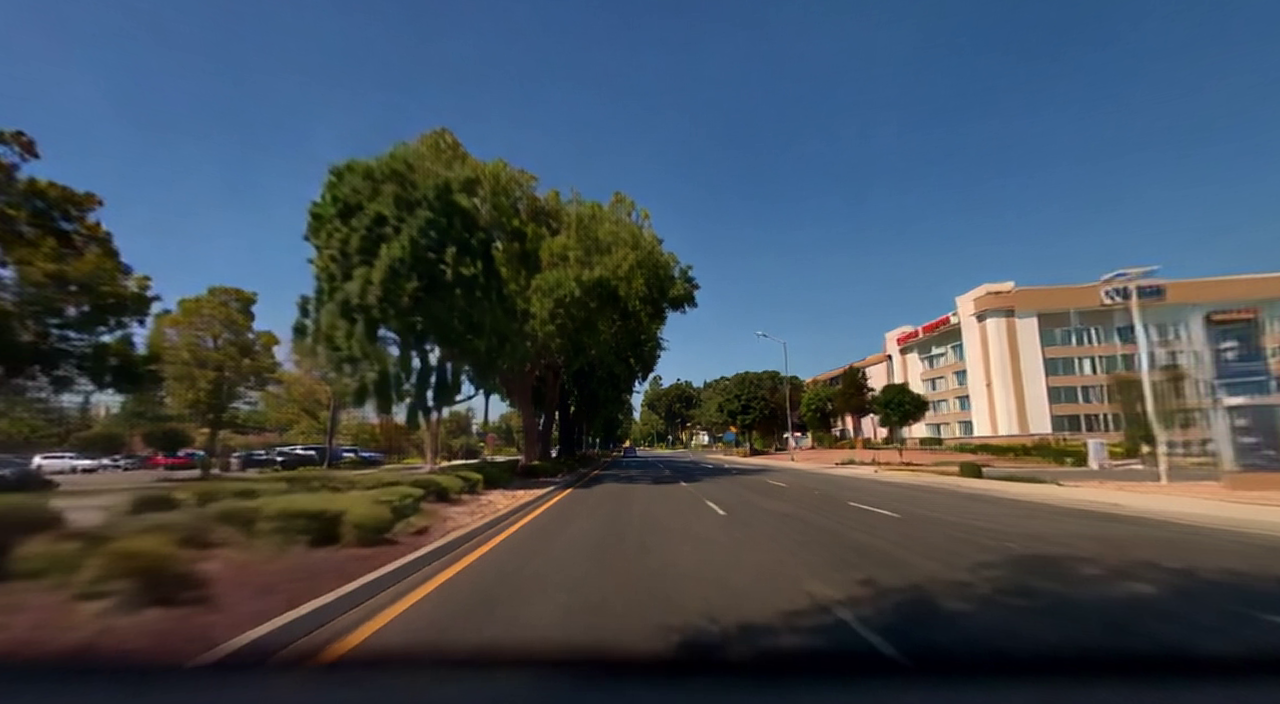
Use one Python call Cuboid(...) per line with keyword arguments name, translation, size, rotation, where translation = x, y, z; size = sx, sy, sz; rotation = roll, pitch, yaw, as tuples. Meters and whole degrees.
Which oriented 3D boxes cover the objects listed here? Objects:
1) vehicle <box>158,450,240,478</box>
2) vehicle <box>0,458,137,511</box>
Cuboid(name="vehicle", translation=(-28.554, 7.236, 41.111), size=(1.948, 1.689, 4.553), rotation=(0, -8, 2))
Cuboid(name="vehicle", translation=(-19.440, 4.328, 20.939), size=(1.889, 1.497, 4.478), rotation=(-3, -9, -1))
